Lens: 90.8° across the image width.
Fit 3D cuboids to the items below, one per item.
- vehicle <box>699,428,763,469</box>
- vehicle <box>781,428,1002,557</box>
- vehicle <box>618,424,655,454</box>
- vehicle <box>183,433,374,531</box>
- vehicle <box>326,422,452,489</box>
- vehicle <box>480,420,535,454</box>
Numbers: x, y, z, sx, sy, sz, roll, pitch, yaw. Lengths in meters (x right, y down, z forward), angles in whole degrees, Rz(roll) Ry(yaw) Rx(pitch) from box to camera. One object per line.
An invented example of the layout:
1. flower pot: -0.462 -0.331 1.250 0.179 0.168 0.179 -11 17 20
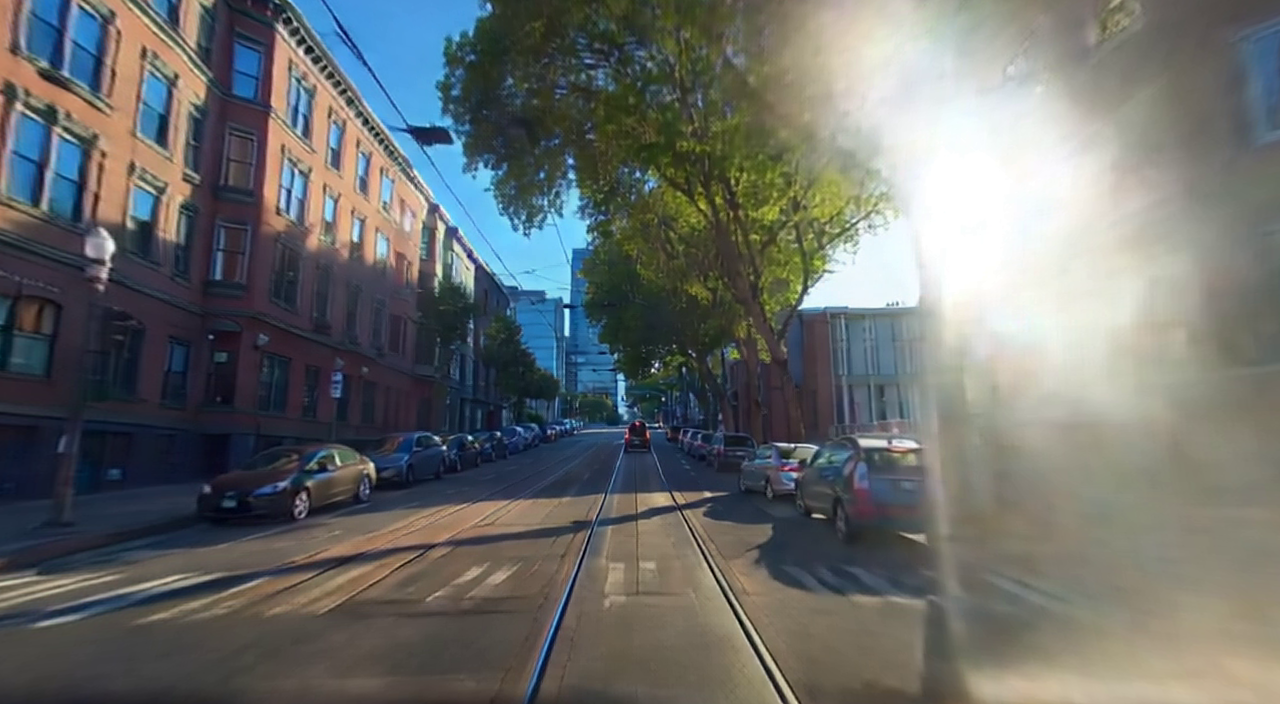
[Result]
1. vehicle: 3.707 4.025 26.457 1.890 1.559 4.281 0 -9 -2
2. vehicle: 3.887 2.217 10.703 1.929 1.723 4.134 0 -9 -1
3. vehicle: -0.234 4.972 35.927 1.984 1.571 3.404 0 -8 -2
4. vehicle: -7.384 2.610 13.439 1.779 1.588 3.953 2 -6 -2
5. vehicle: -7.466 3.171 19.399 1.861 1.751 4.550 1 -9 2
6. vehicle: -7.450 4.877 36.014 2.049 1.821 5.066 0 -8 -1
